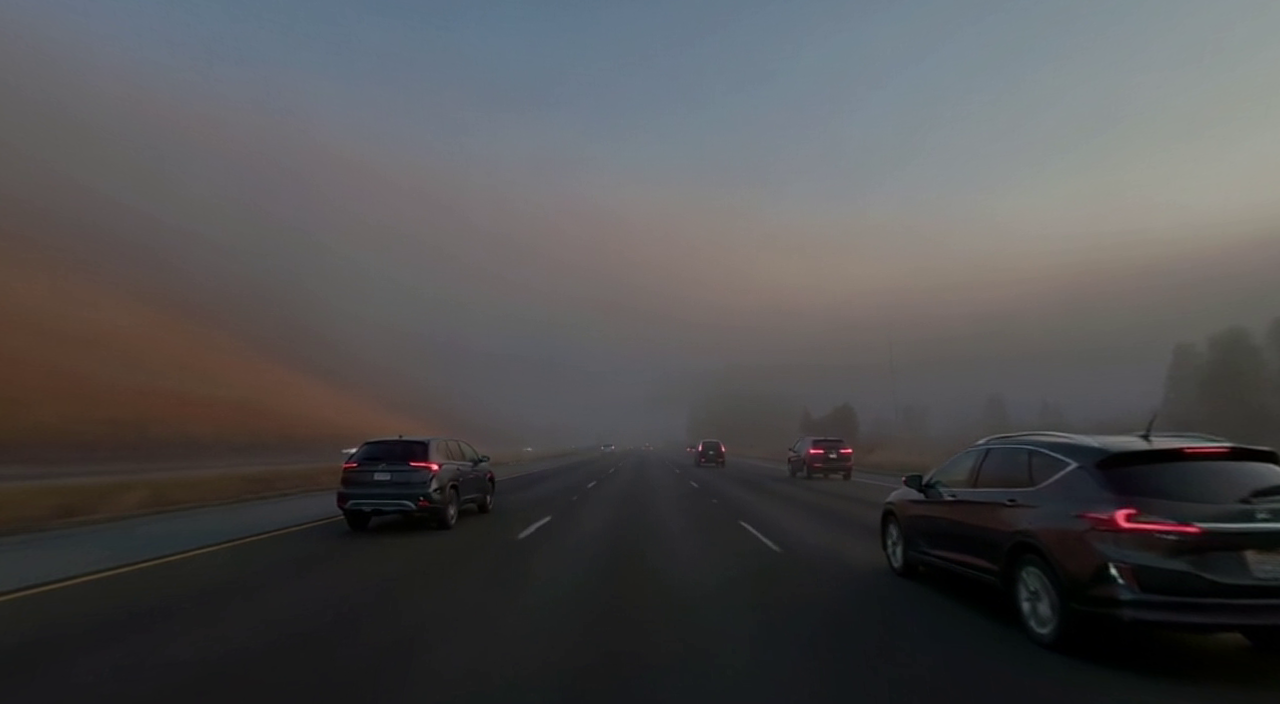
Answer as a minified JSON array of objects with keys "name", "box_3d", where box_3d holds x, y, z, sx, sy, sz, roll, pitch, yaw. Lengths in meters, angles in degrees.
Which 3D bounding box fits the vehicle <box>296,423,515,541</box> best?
[{"name":"vehicle","box_3d":[-3.823,2.200,11.334,2.166,1.672,4.388,0,-8,1]}]

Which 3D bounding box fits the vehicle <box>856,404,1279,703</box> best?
[{"name":"vehicle","box_3d":[3.398,1.282,4.895,1.941,1.481,4.300,0,-8,0]}]

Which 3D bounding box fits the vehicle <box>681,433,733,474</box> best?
[{"name":"vehicle","box_3d":[3.394,5.261,32.828,2.121,1.925,5.056,0,-8,0]}]

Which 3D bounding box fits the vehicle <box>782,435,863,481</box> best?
[{"name":"vehicle","box_3d":[7.406,4.349,26.072,1.998,1.717,4.338,0,-8,0]}]
